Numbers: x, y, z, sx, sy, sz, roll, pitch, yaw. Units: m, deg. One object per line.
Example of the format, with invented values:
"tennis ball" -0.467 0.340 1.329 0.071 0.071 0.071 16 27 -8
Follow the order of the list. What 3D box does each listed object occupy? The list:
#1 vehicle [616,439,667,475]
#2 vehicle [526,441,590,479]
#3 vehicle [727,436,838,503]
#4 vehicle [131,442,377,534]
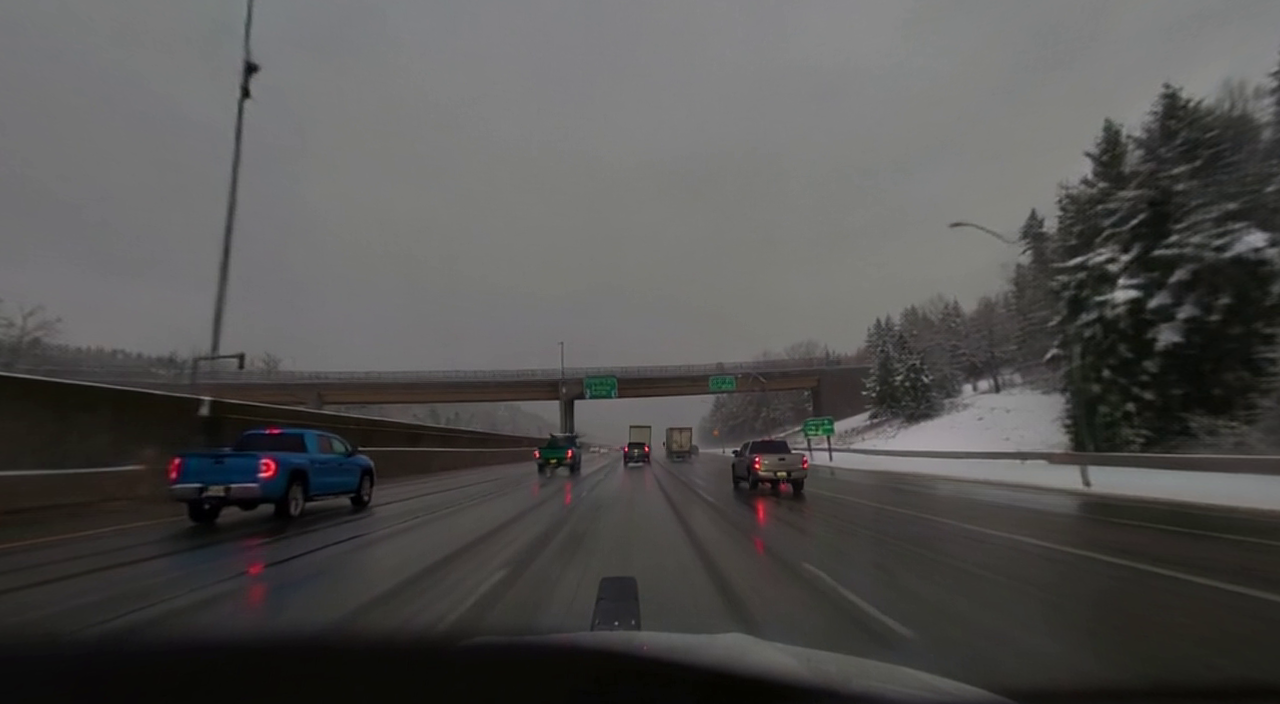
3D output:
"vehicle" 0.051 5.777 34.913 2.572 1.837 5.693 0 -9 0
"vehicle" -3.939 5.297 31.278 2.535 1.715 5.030 0 -9 0
"vehicle" 3.885 3.286 18.007 2.119 1.653 4.000 0 -9 -1
"vehicle" -7.131 2.534 12.430 1.947 1.444 4.595 0 -9 0
